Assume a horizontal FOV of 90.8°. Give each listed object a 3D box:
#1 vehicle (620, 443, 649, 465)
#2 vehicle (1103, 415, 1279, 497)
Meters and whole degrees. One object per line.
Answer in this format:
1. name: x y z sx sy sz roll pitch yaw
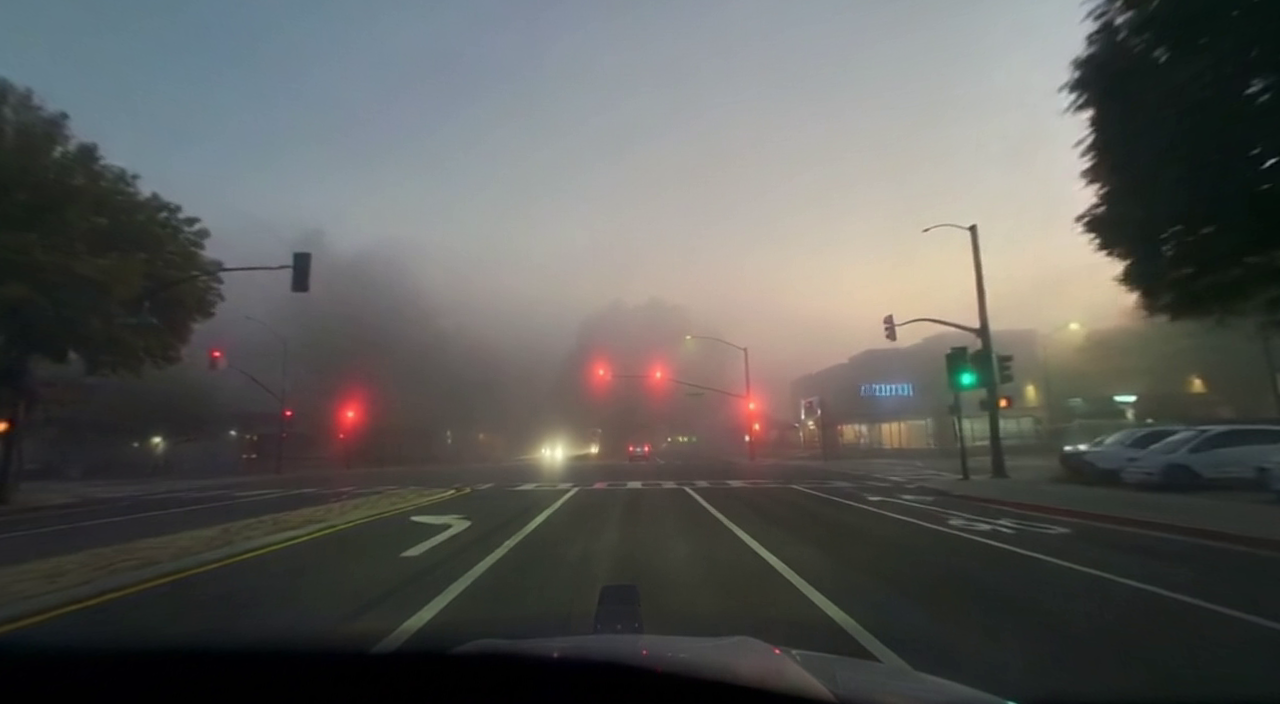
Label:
1. vehicle: -0.439 7.376 46.008 2.045 1.510 3.690 0 -8 -1
2. vehicle: 13.491 2.320 14.251 4.347 1.682 2.098 -3 -9 18
